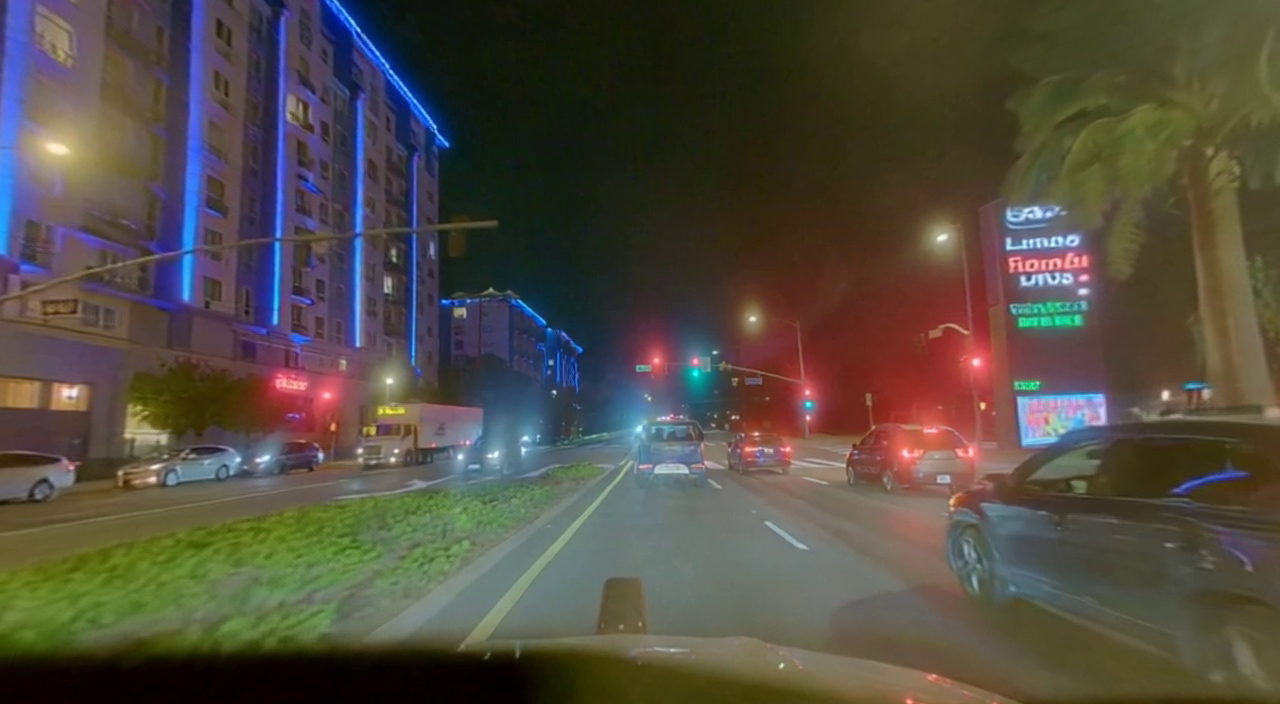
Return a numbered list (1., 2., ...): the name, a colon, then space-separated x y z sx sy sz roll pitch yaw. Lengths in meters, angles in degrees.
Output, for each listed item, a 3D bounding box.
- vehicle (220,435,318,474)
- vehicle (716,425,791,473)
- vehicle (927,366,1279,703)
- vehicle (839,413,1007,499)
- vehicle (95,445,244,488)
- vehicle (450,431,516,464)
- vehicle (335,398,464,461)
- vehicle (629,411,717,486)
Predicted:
1. vehicle: -18.062 5.004 30.972 1.965 1.747 4.461 0 -8 2
2. vehicle: 4.515 3.973 26.001 2.283 1.738 4.916 0 -8 1
3. vehicle: 3.869 1.077 4.108 1.993 1.645 4.350 0 -8 1
4. vehicle: 7.458 2.820 17.441 2.215 1.973 5.323 0 -8 1
5. vehicle: -18.511 4.499 25.211 2.070 1.499 4.851 -1 -8 3
6. vehicle: -7.800 4.824 31.824 2.101 1.538 4.253 -1 -8 2
7. vehicle: -14.580 5.018 39.810 3.100 3.378 11.784 -1 -8 2
8. vehicle: 1.006 3.143 20.722 2.487 2.115 5.444 0 -8 2
